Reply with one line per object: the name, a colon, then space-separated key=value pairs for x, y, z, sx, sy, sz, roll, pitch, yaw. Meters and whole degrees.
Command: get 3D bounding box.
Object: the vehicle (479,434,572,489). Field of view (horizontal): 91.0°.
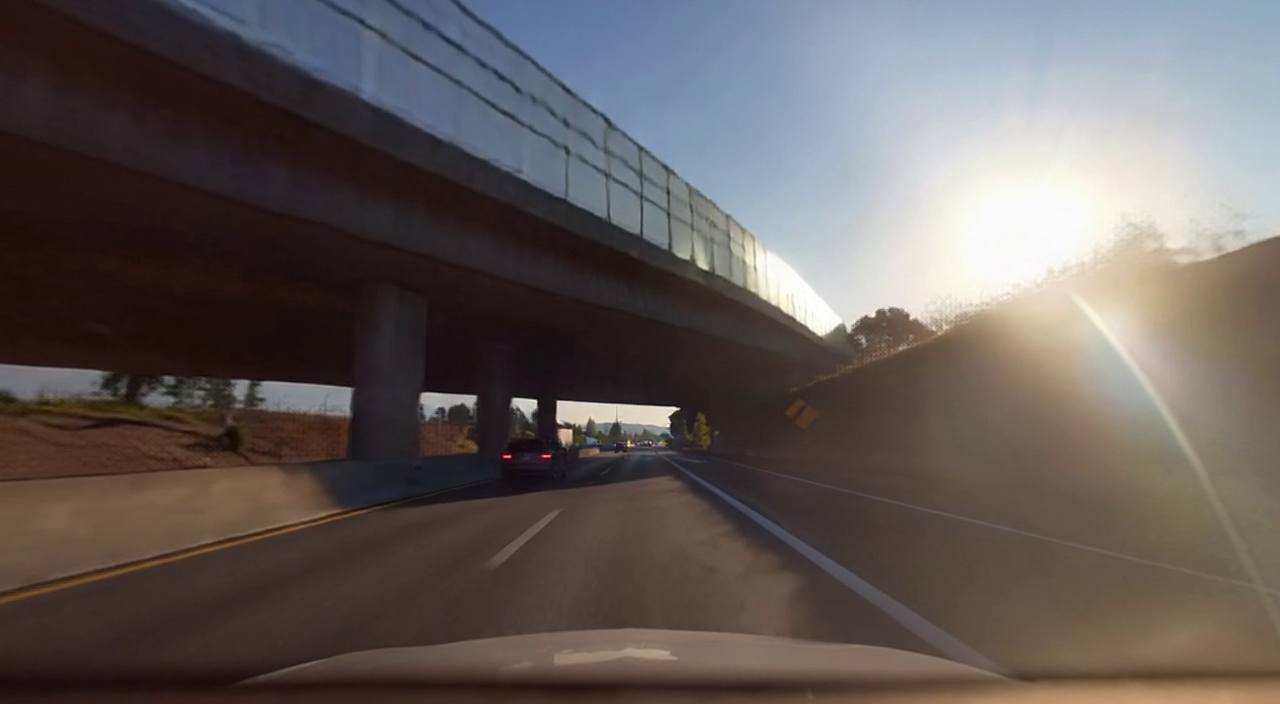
vehicle: x=-3.483 y=3.395 z=19.932 sx=2.051 sy=1.531 sz=4.250 roll=0 pitch=-8 yaw=1
